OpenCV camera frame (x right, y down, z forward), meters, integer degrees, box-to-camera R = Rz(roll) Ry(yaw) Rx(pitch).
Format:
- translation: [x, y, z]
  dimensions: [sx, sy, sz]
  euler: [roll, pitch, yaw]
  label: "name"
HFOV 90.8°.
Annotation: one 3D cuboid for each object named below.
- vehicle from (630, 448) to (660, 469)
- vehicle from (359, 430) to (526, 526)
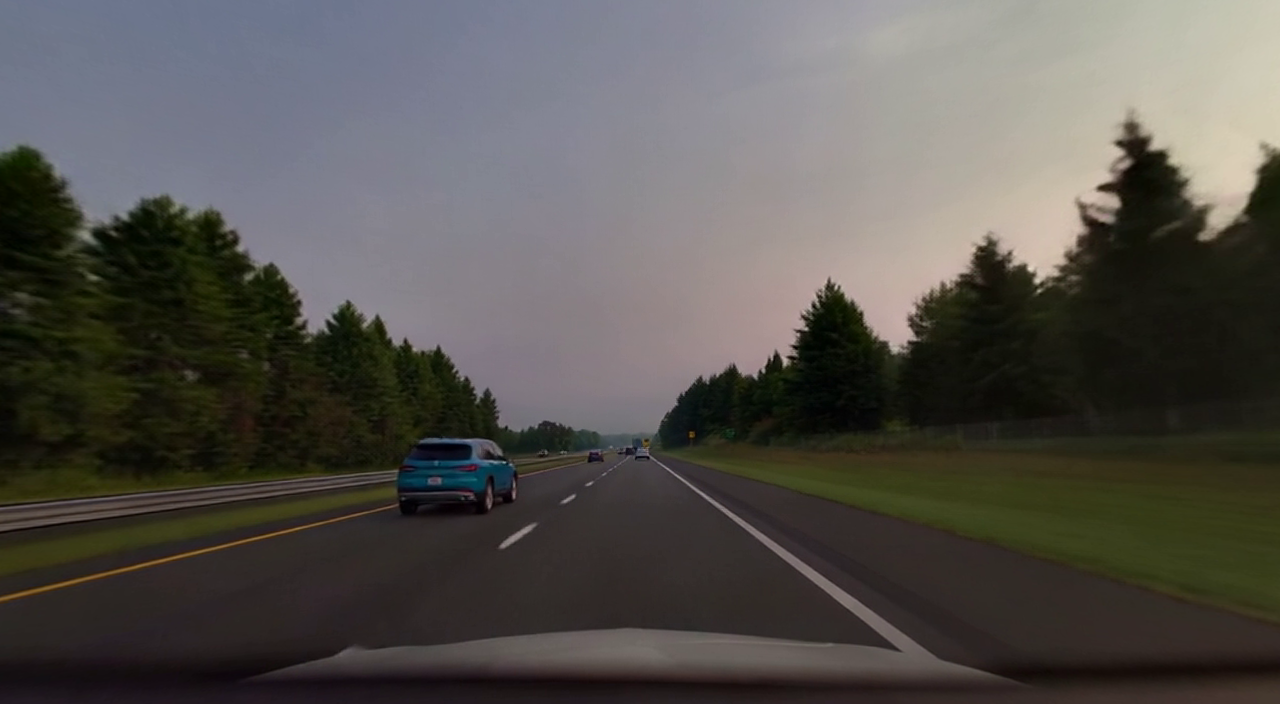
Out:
- translation: [0.295, 7.598, 45.293]
  dimensions: [2.046, 1.452, 4.407]
  euler: [0, -9, -1]
  label: "vehicle"
- translation: [-3.850, 2.531, 13.230]
  dimensions: [2.100, 1.667, 4.223]
  euler: [0, -9, 0]
  label: "vehicle"
